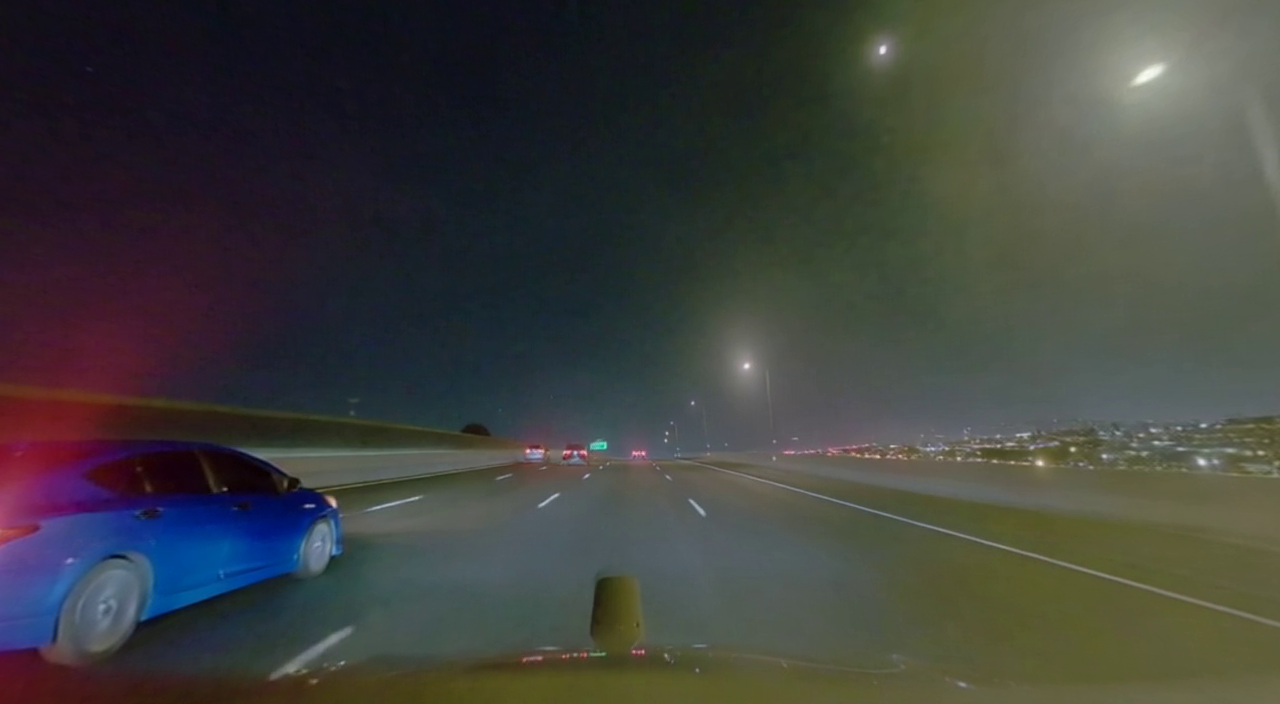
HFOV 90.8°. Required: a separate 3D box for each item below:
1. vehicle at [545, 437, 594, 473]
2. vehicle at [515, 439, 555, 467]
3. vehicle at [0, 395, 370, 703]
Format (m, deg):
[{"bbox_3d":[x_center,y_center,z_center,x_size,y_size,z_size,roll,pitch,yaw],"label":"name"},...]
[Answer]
[{"bbox_3d":[-3.569,5.343,32.900,2.075,1.702,4.257,0,-9,0],"label":"vehicle"},{"bbox_3d":[-7.391,7.172,44.986,2.040,1.824,4.917,0,-9,-1],"label":"vehicle"},{"bbox_3d":[-3.803,1.133,4.038,2.114,1.480,4.473,0,-9,1],"label":"vehicle"}]
